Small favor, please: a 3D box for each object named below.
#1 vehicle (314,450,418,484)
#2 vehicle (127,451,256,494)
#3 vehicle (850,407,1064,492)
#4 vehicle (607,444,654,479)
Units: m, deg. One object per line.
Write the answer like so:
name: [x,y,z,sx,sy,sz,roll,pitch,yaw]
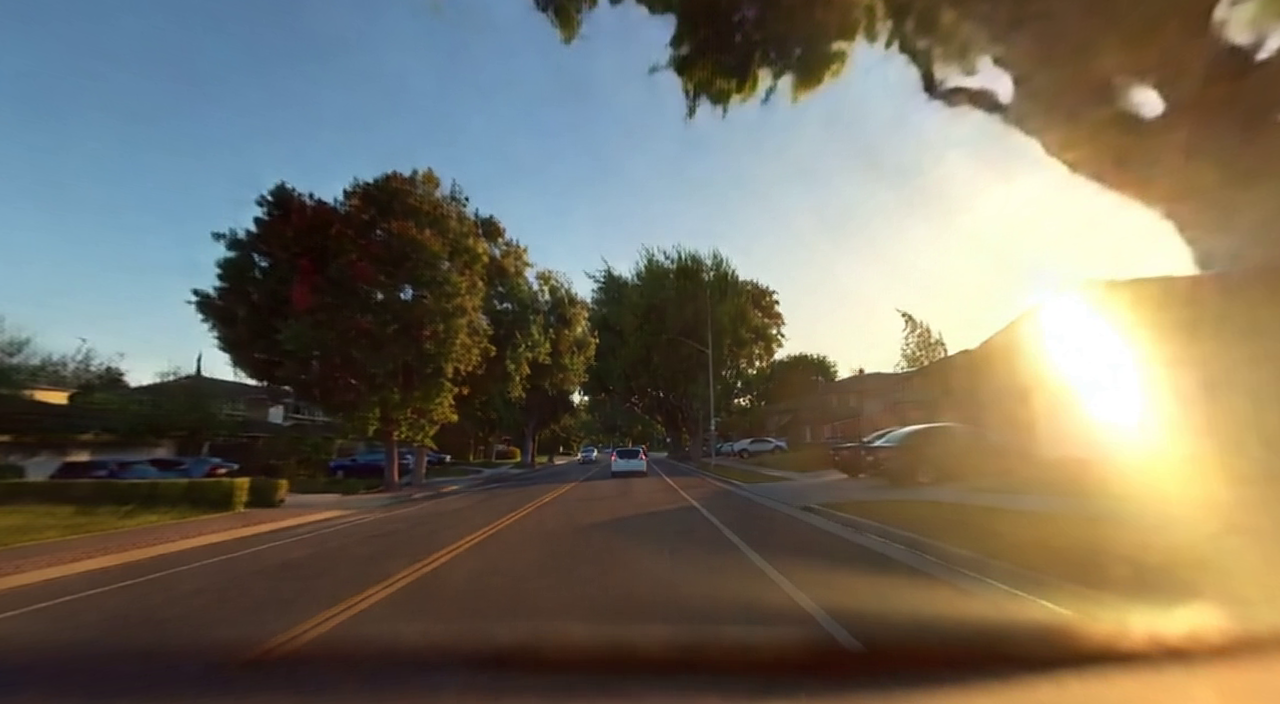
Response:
vehicle: [-14.818,6.238,34.362,4.608,1.743,2.222,-1,-9,7]
vehicle: [-17.075,4.520,24.046,4.608,1.481,1.890,-4,-10,26]
vehicle: [8.340,2.597,16.960,4.513,1.617,1.998,-7,-8,-1]
vehicle: [-0.411,5.133,29.845,2.098,1.483,4.099,0,-9,0]
